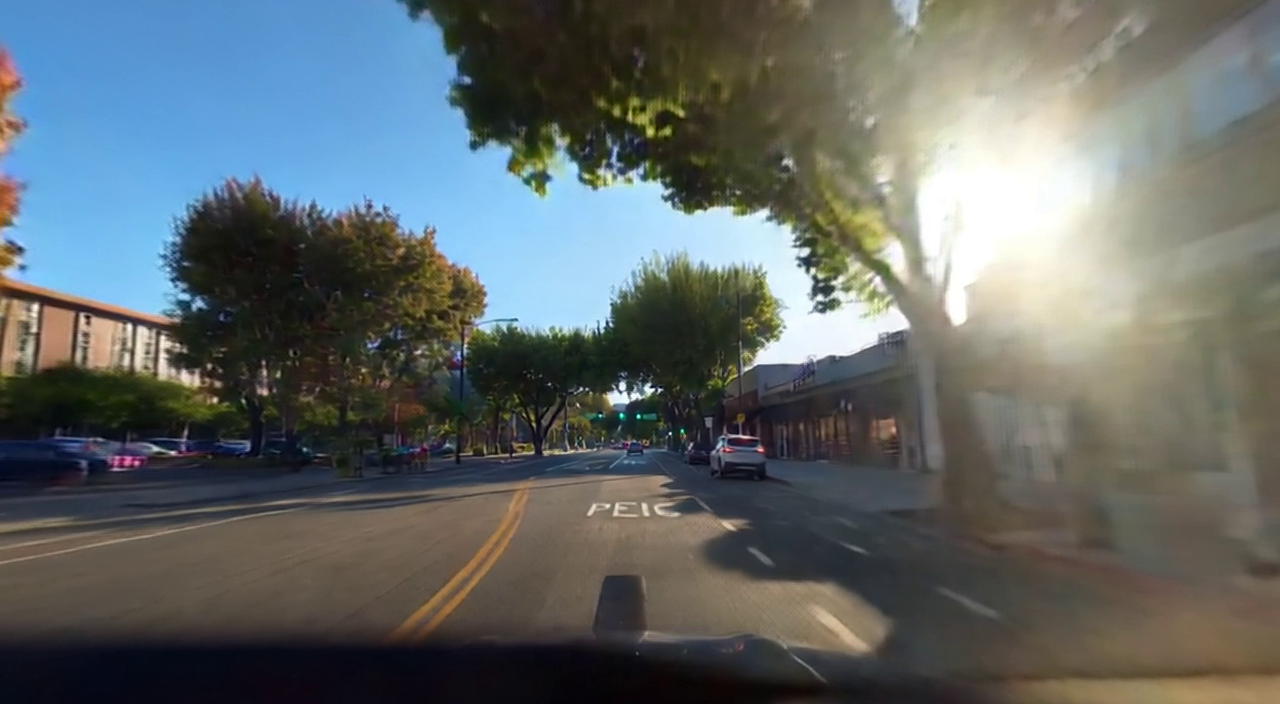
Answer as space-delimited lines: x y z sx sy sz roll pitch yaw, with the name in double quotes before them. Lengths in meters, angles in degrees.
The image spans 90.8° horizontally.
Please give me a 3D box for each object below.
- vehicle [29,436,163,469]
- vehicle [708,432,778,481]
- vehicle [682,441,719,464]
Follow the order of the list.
"vehicle" -26.091 4.845 30.488 4.402 1.449 1.880 3 -6 -17
"vehicle" 4.022 4.181 25.528 1.957 1.753 4.413 1 -8 -2
"vehicle" 4.055 6.858 43.102 1.856 1.462 4.501 1 -8 -3
